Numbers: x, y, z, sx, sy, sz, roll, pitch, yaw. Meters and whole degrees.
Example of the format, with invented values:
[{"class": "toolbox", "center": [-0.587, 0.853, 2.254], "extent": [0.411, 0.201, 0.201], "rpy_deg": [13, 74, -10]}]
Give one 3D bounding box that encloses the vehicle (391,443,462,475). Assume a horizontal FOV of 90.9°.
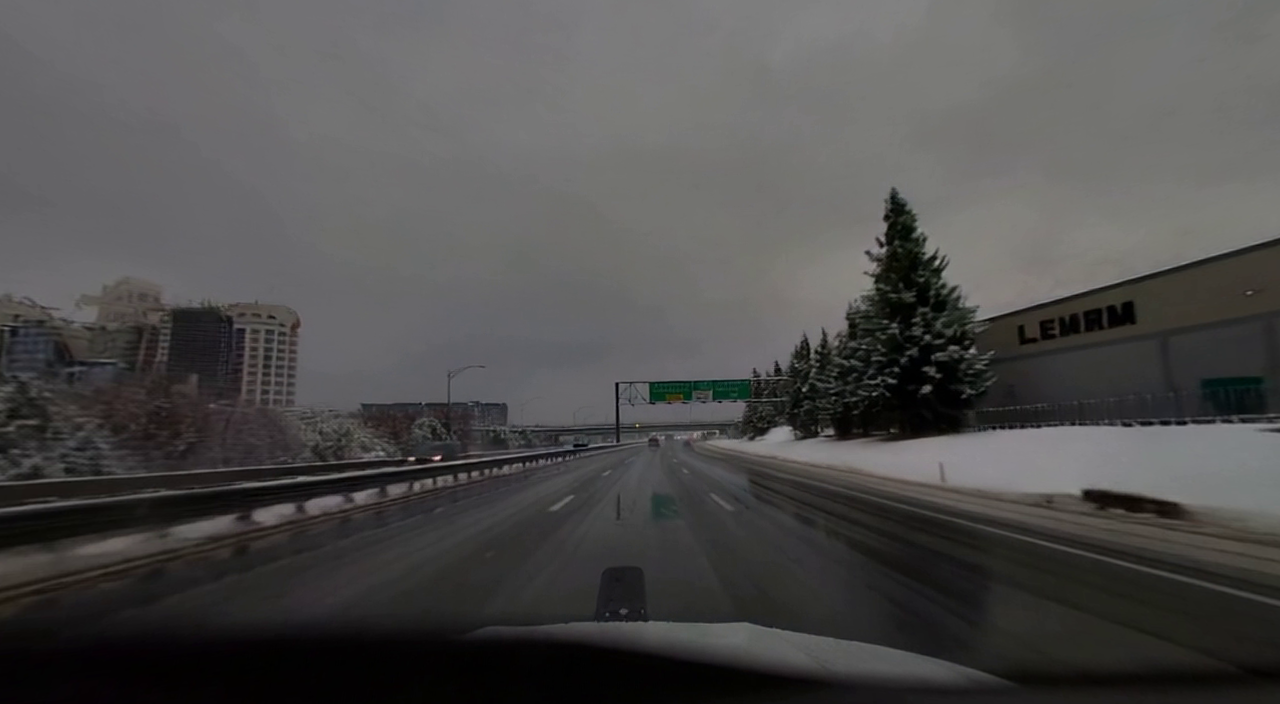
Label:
[{"class": "vehicle", "center": [-10.563, 5.287, 31.553], "extent": [1.886, 1.454, 4.563], "rpy_deg": [0, -8, 1]}]
